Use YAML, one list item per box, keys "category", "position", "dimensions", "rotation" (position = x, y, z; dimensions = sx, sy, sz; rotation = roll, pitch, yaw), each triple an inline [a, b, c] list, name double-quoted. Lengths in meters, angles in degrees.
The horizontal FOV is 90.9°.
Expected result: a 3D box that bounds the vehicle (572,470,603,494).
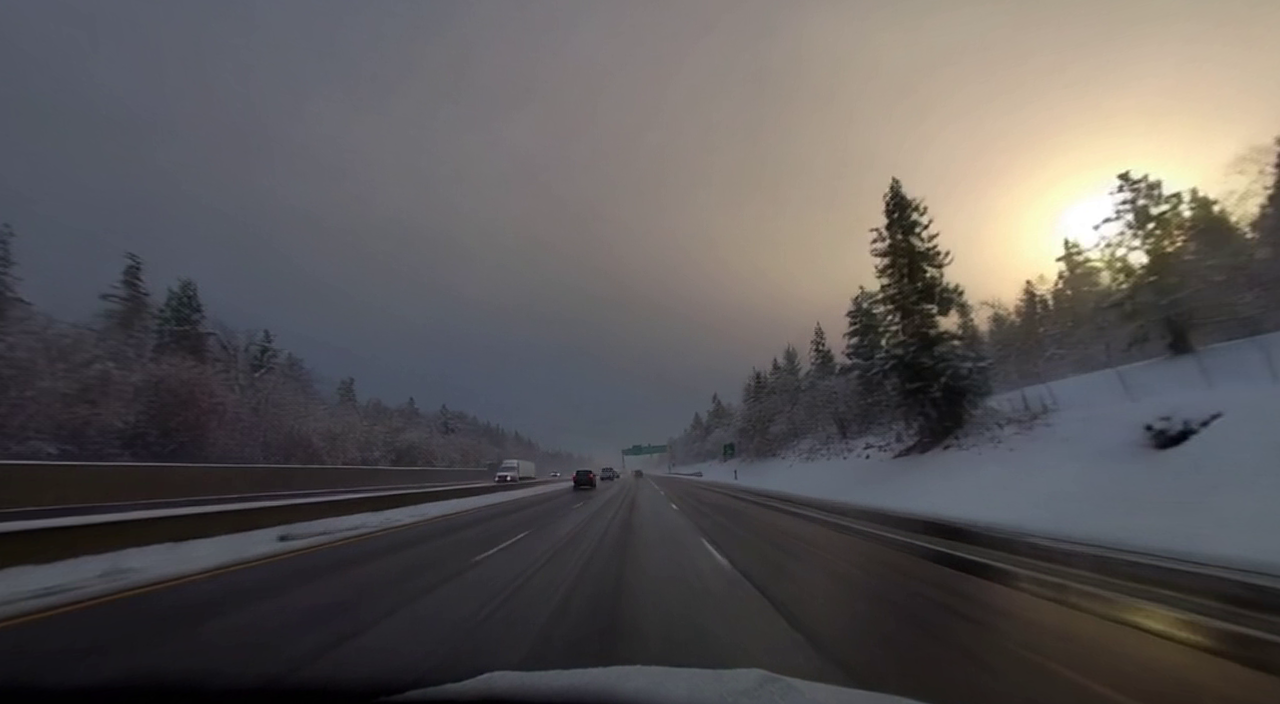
- category: "vehicle"
  position: [-3.578, 8.919, 43.391]
  dimensions: [1.863, 1.486, 3.852]
  rotation: [1, -11, -1]
